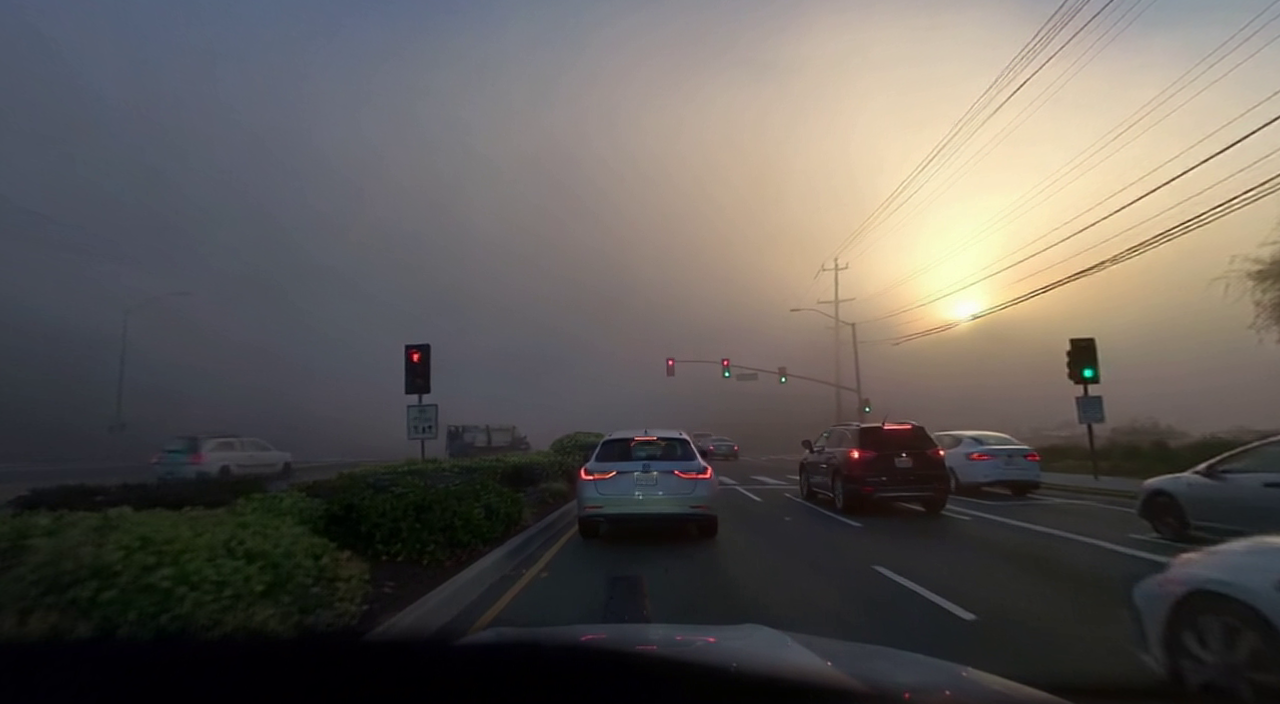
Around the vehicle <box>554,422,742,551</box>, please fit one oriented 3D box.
[{"bbox_3d":[0.113,1.921,9.693,2.208,1.498,4.401,0,-8,1],"label":"vehicle"}]

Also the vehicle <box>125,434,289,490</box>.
[{"bbox_3d":[-17.128,4.374,25.456,2.262,1.967,5.814,-1,-8,3],"label":"vehicle"}]

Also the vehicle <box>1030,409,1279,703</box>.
[{"bbox_3d":[3.517,0.849,1.754,2.028,1.454,4.531,0,-8,1],"label":"vehicle"}]

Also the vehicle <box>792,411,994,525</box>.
[{"bbox_3d":[4.476,2.135,12.056,2.140,1.753,4.256,0,-8,1],"label":"vehicle"}]
